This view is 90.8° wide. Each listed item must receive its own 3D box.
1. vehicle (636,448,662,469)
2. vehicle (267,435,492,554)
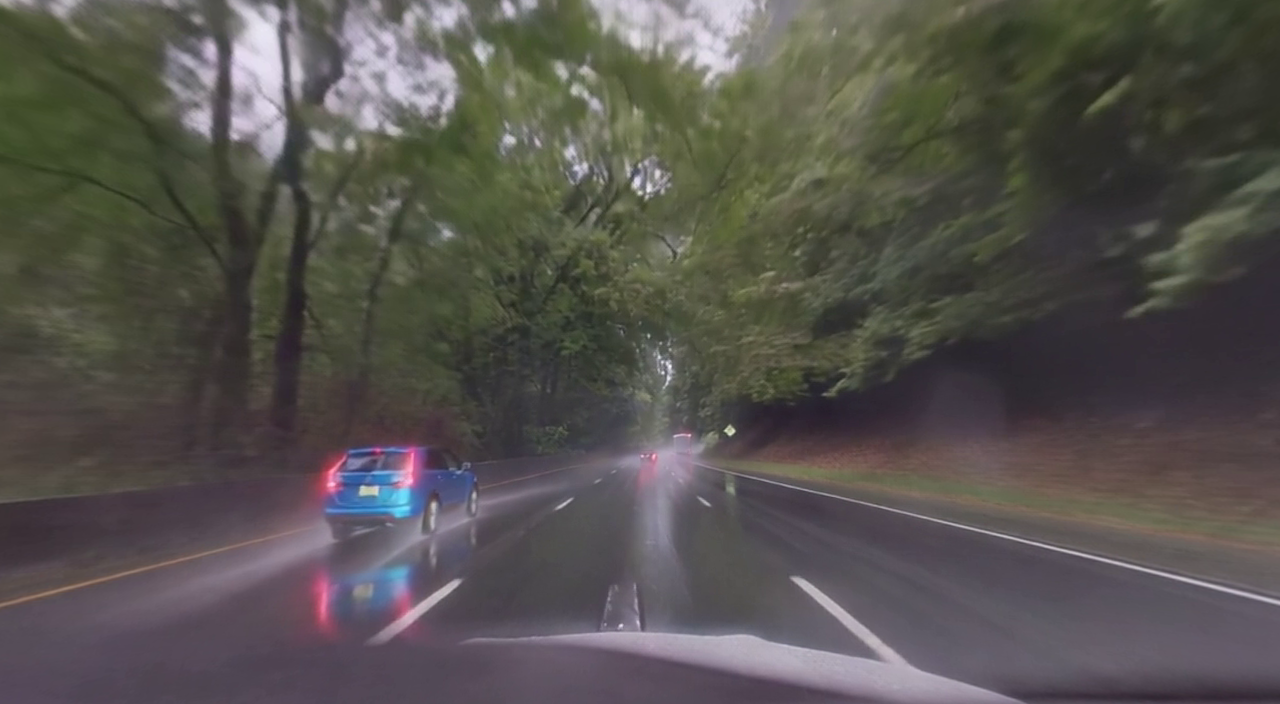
[{"bbox_3d":[0.697,8.371,49.751,2.006,1.586,3.915,0,-9,1],"label":"vehicle"},{"bbox_3d":[-3.883,2.171,10.256,1.927,1.530,3.874,0,-9,1],"label":"vehicle"}]
